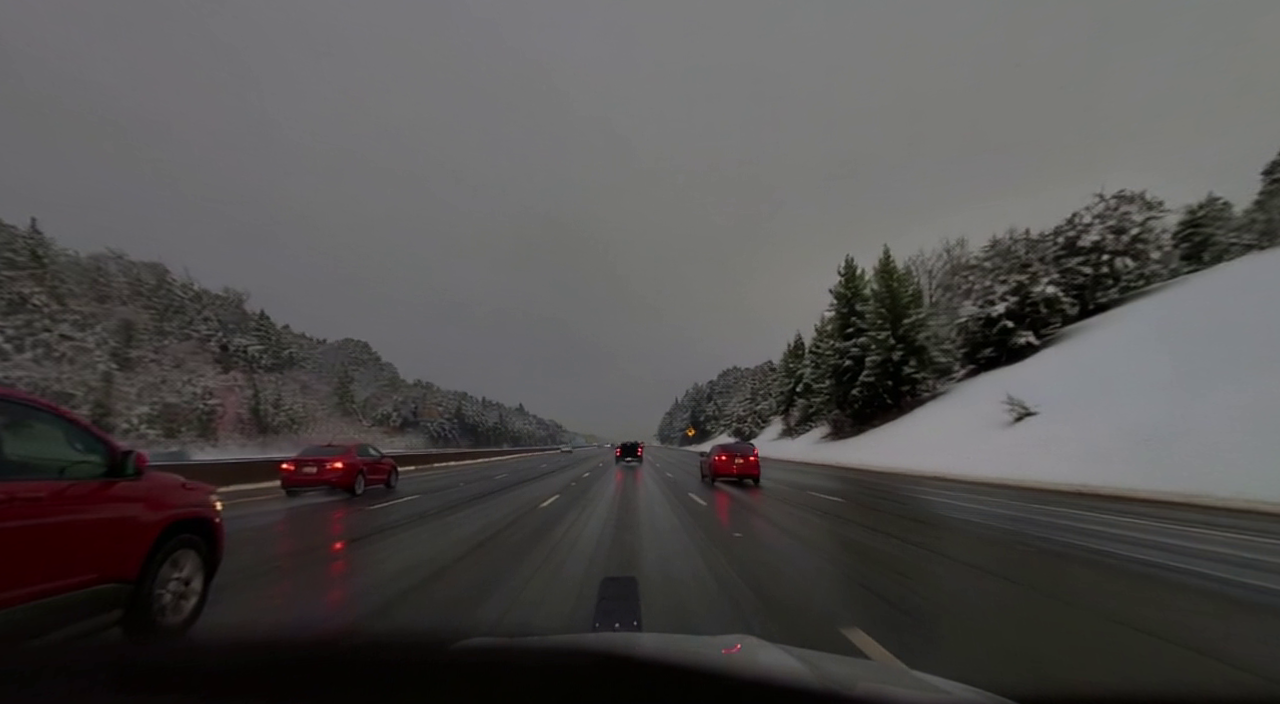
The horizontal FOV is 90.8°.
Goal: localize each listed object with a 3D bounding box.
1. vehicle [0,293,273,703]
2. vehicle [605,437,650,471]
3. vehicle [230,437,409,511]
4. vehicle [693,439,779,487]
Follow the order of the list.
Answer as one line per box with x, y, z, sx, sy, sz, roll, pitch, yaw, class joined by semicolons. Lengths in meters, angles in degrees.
-3.785;0.595;1.519;2.379;1.948;5.668;0;-8;0;vehicle
-0.651;5.439;33.886;2.277;1.675;4.023;0;-8;-1;vehicle
-7.581;2.908;15.634;1.922;1.508;4.816;0;-8;0;vehicle
3.180;3.797;22.009;2.120;1.492;4.734;0;-8;-1;vehicle
